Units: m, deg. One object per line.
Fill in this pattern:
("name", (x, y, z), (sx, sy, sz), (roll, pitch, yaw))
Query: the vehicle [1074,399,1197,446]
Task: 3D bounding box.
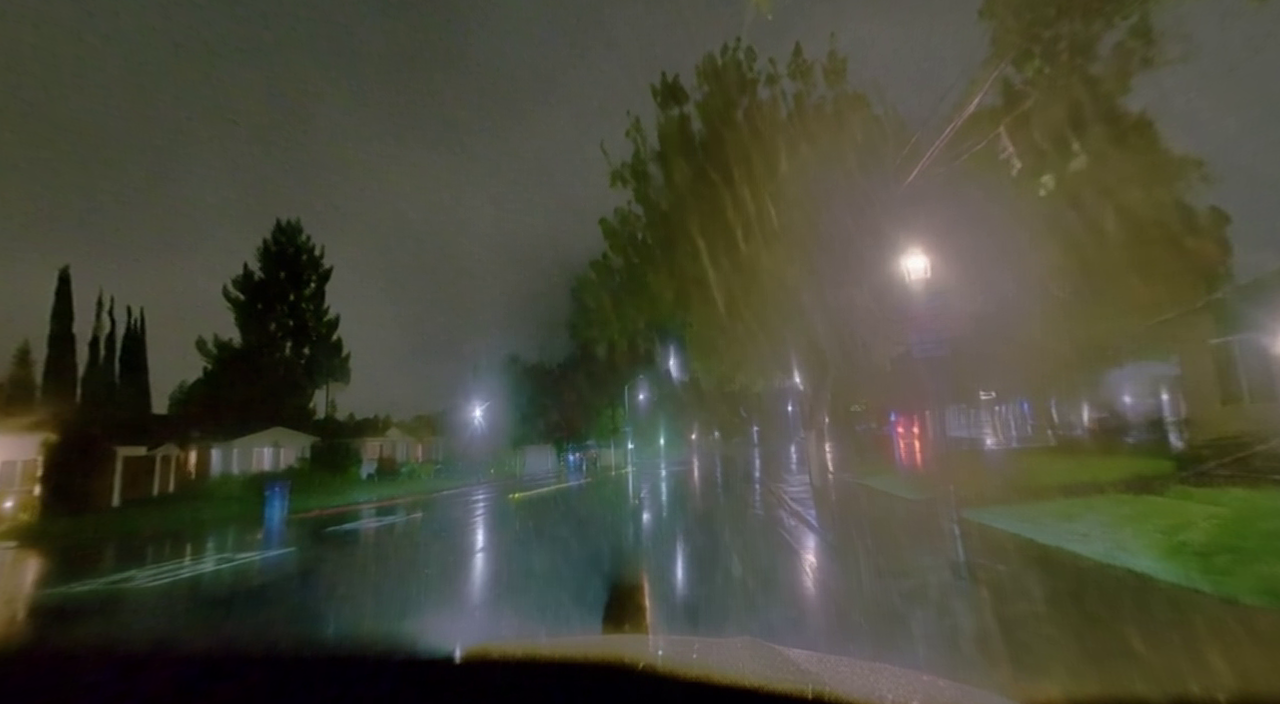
("vehicle", (18.916, 2.809, 24.369), (1.806, 1.481, 4.671), (-6, -10, 14))
